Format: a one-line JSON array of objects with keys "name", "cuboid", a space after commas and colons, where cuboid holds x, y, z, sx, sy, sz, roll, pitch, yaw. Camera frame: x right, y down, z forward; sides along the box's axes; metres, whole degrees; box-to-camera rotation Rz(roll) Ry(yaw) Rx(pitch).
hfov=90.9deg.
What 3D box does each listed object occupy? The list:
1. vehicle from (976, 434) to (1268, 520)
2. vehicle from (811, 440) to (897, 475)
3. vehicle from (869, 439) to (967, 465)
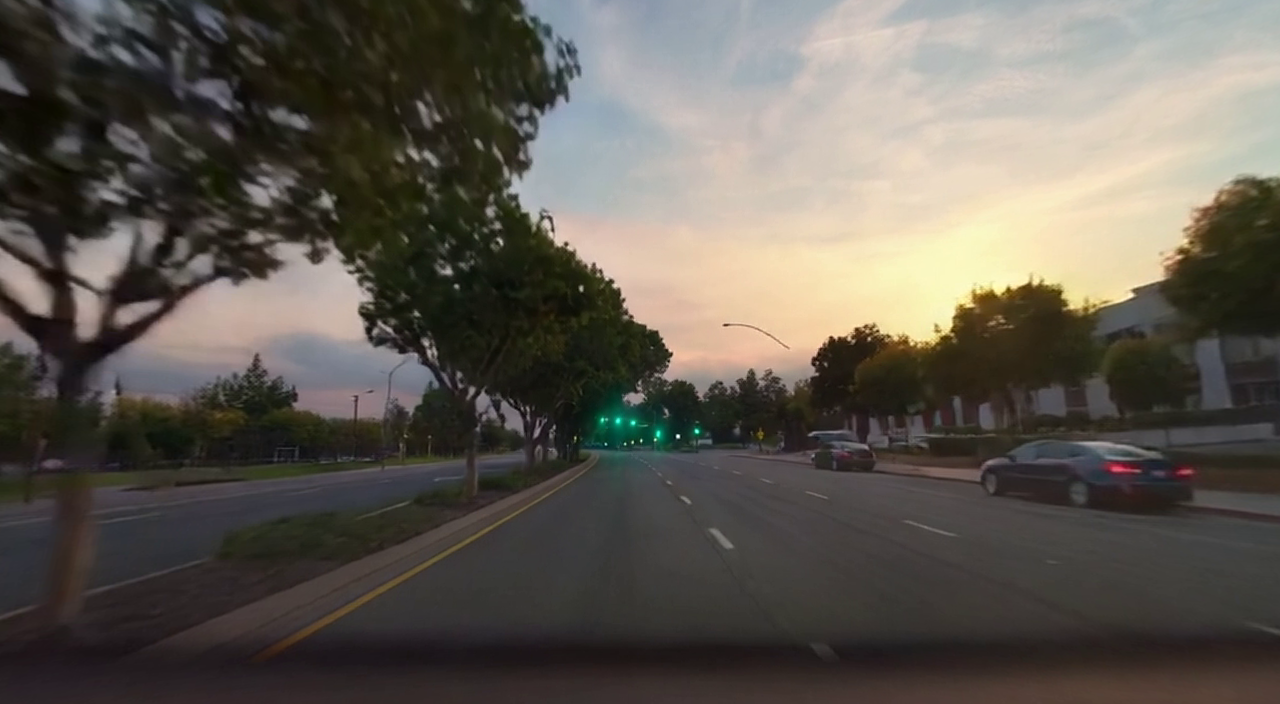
[{"name": "vehicle", "cuboid": [10.269, 2.694, 14.295, 2.109, 1.533, 5.664, 0, -9, -1]}, {"name": "vehicle", "cuboid": [10.330, 5.156, 30.969, 2.034, 1.551, 5.228, 1, -9, -5]}, {"name": "vehicle", "cuboid": [16.890, 6.097, 38.477, 4.985, 1.484, 2.150, 1, -9, -3]}]
